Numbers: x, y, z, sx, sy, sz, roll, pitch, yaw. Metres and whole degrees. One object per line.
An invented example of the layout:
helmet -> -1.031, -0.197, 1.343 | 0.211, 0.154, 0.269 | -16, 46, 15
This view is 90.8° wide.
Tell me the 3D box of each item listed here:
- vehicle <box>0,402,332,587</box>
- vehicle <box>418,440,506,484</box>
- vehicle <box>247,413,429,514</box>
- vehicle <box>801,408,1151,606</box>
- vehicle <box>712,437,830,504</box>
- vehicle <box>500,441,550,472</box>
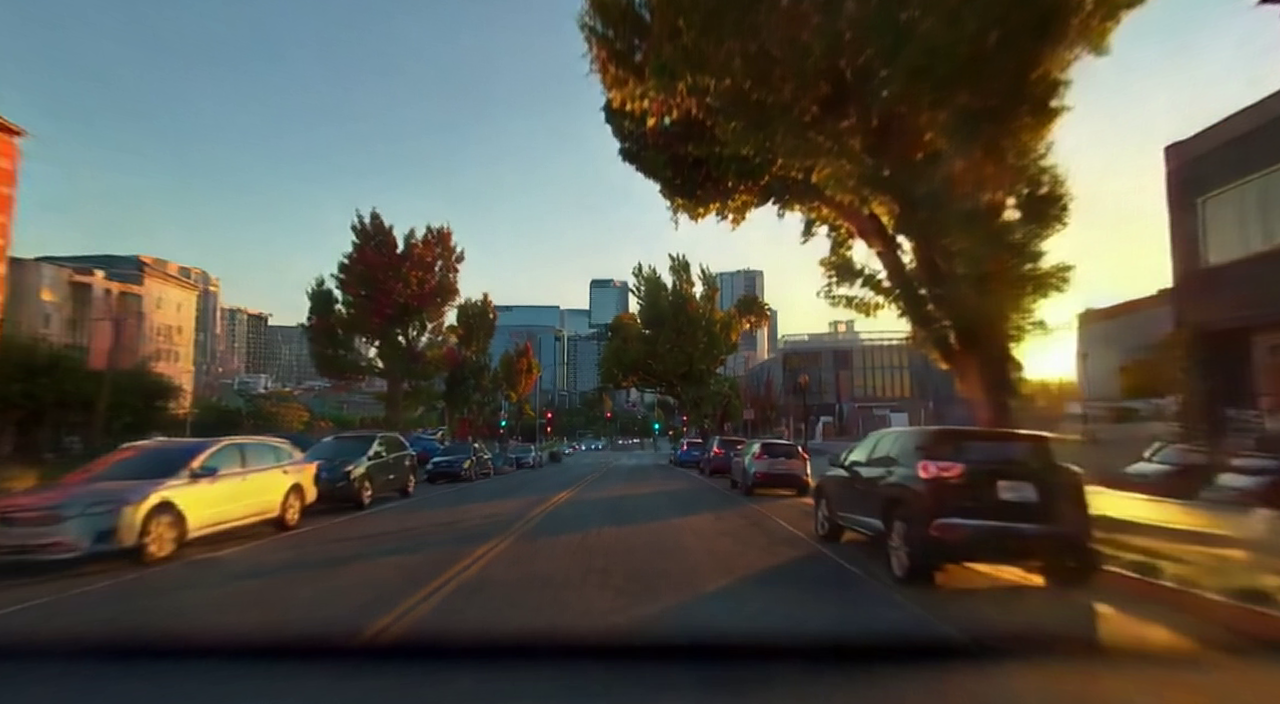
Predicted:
vehicle -> -6.625, 1.782, 8.804 | 2.224, 1.849, 4.772 | 0, -8, 0
vehicle -> -6.619, 4.140, 24.125 | 1.913, 1.479, 4.714 | 0, -8, 1
vehicle -> -6.695, 2.522, 14.764 | 2.008, 1.969, 4.740 | 0, -8, -2
vehicle -> 3.379, 1.612, 7.446 | 1.828, 1.664, 4.035 | 0, -8, -1
vehicle -> 3.175, 2.972, 16.435 | 1.908, 1.461, 4.873 | 0, -8, -1
vehicle -> -6.567, 6.104, 36.559 | 2.033, 1.523, 4.867 | -3, -12, 0
